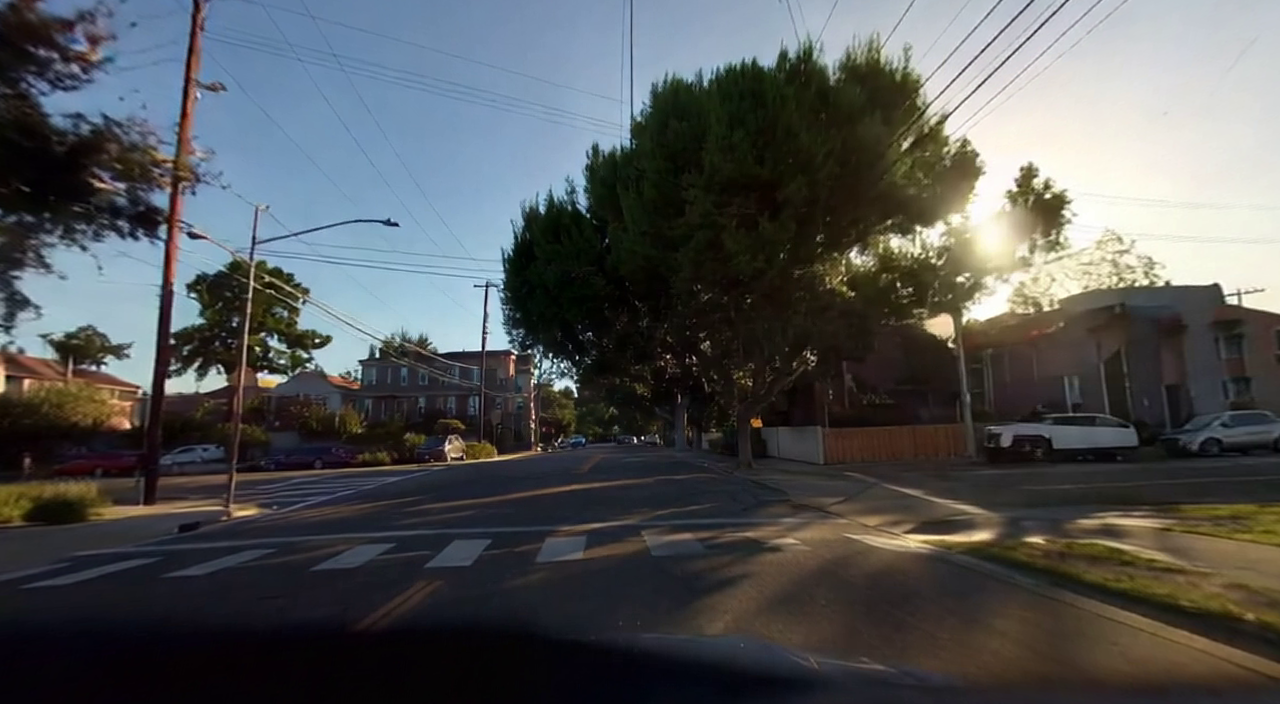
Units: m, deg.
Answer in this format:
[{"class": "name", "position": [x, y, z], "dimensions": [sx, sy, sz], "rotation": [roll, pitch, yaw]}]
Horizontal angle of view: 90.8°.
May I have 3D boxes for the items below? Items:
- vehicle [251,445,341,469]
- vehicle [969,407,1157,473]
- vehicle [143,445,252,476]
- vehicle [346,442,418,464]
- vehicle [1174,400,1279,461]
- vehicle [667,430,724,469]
[{"class": "vehicle", "position": [-21.956, 6.707, 40.481], "dimensions": [1.797, 1.446, 4.694], "rotation": [-4, -10, 30]}, {"class": "vehicle", "position": [12.943, 2.716, 19.508], "dimensions": [4.375, 1.733, 1.953], "rotation": [-2, -9, -4]}, {"class": "vehicle", "position": [-25.044, 6.121, 35.945], "dimensions": [1.814, 1.462, 4.703], "rotation": [-8, -10, 30]}, {"class": "vehicle", "position": [-18.540, 7.287, 45.553], "dimensions": [1.835, 1.463, 4.469], "rotation": [-4, -10, 32]}, {"class": "vehicle", "position": [19.786, 2.382, 19.815], "dimensions": [4.264, 1.730, 1.961], "rotation": [-2, -7, -3]}, {"class": "vehicle", "position": [2.388, 4.356, 28.223], "dimensions": [1.999, 1.604, 4.065], "rotation": [0, -8, -3]}]
